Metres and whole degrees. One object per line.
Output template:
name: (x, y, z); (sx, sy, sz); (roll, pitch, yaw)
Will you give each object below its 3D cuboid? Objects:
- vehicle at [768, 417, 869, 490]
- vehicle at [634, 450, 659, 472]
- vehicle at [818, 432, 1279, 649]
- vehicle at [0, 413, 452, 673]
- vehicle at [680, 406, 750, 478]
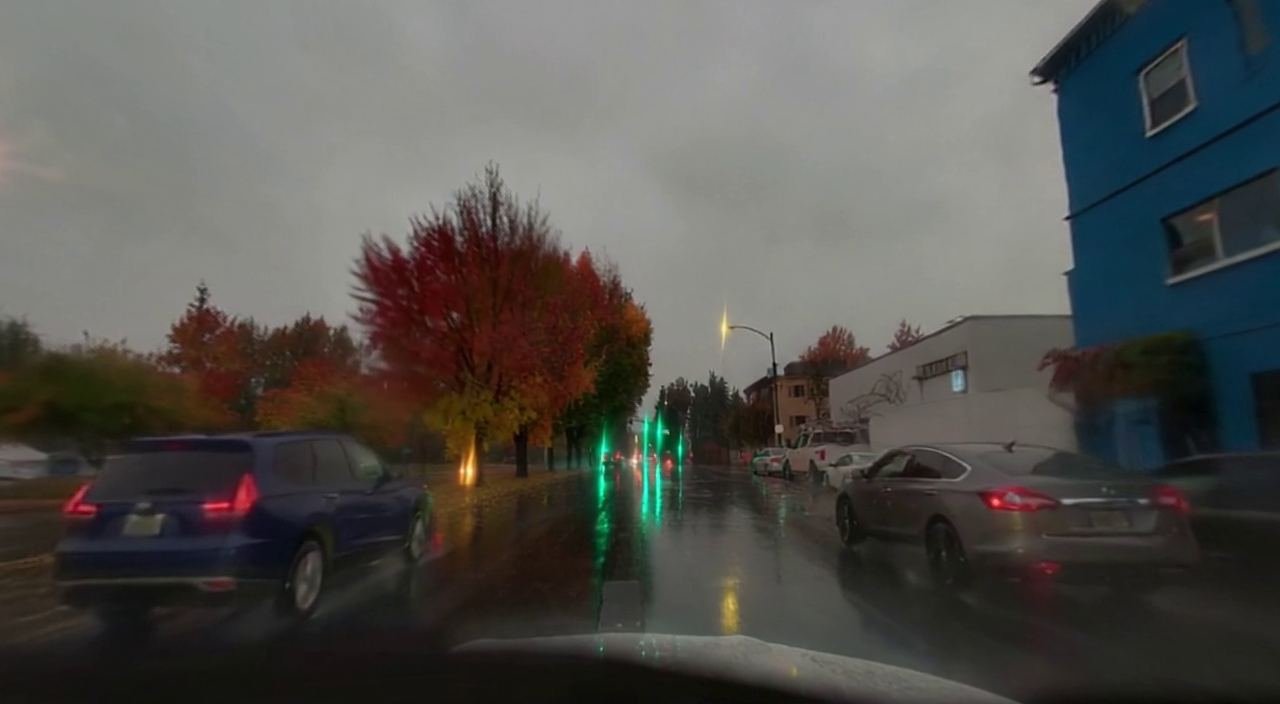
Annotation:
vehicle: (7.274, 4.202, 26.396); (2.483, 2.707, 5.496); (0, -9, -1)
vehicle: (0.505, 8.385, 48.686); (1.846, 1.528, 4.348); (0, -9, 0)
vehicle: (3.649, 1.654, 6.824); (1.915, 1.449, 4.970); (0, -9, -1)
vehicle: (-3.437, 1.486, 6.098); (1.751, 1.540, 4.481); (0, -9, 1)
vehicle: (4.207, 5.446, 38.046); (3.003, 3.680, 10.684); (0, -9, 0)
